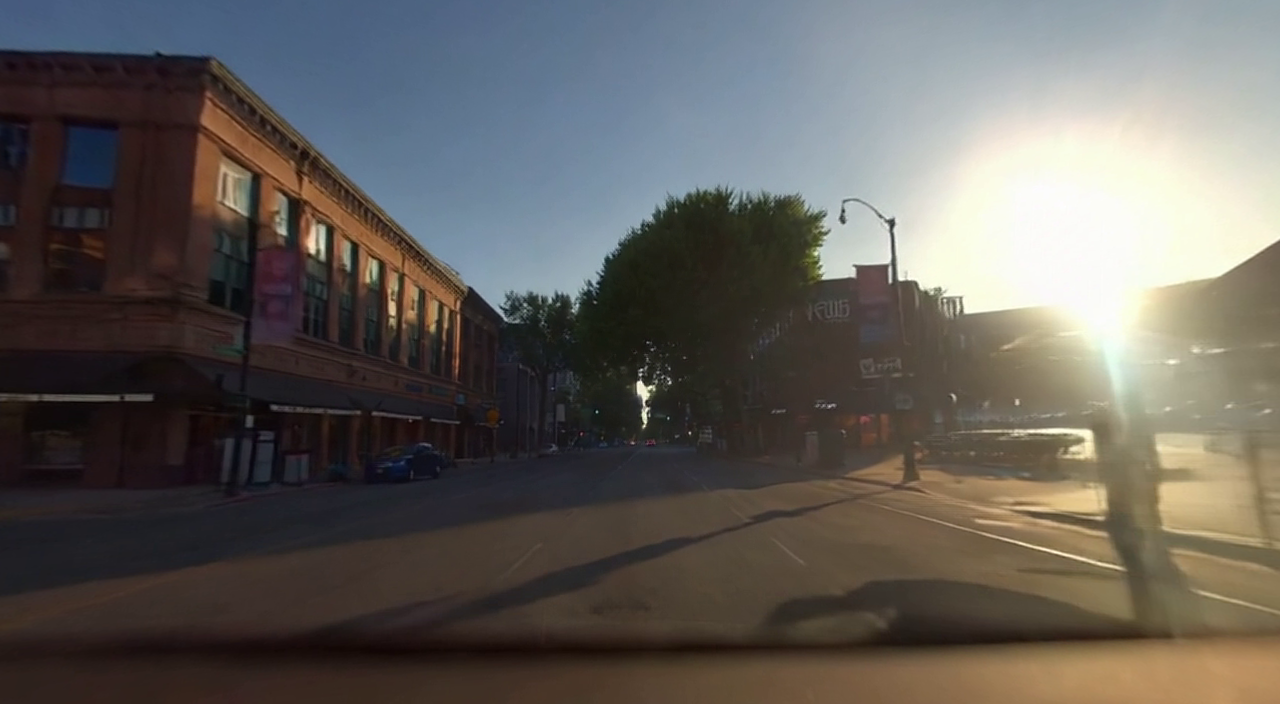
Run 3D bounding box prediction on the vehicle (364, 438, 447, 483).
[{"bbox_3d":[-10.678,4.933,29.147,2.060,1.796,4.675,-2,-7,0],"label":"vehicle"}]
